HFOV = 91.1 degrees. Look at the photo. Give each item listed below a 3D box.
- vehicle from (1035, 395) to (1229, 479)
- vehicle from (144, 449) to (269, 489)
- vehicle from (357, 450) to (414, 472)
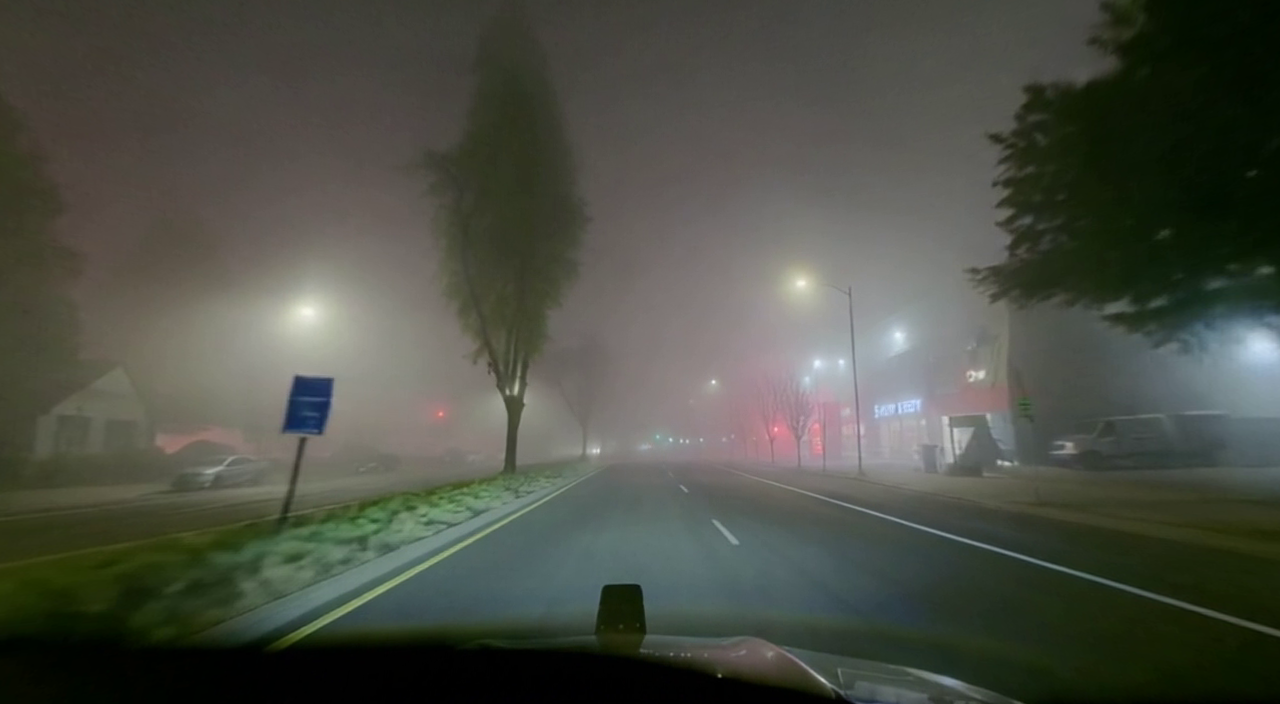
[{"bbox_3d":[21.744,3.909,28.460,2.977,3.311,6.892,0,-9,-1],"label":"vehicle"},{"bbox_3d":[-19.091,5.151,27.994,2.071,1.595,4.822,0,-9,1],"label":"vehicle"},{"bbox_3d":[-18.703,8.023,46.440,2.121,1.567,5.042,0,-9,0],"label":"vehicle"}]
